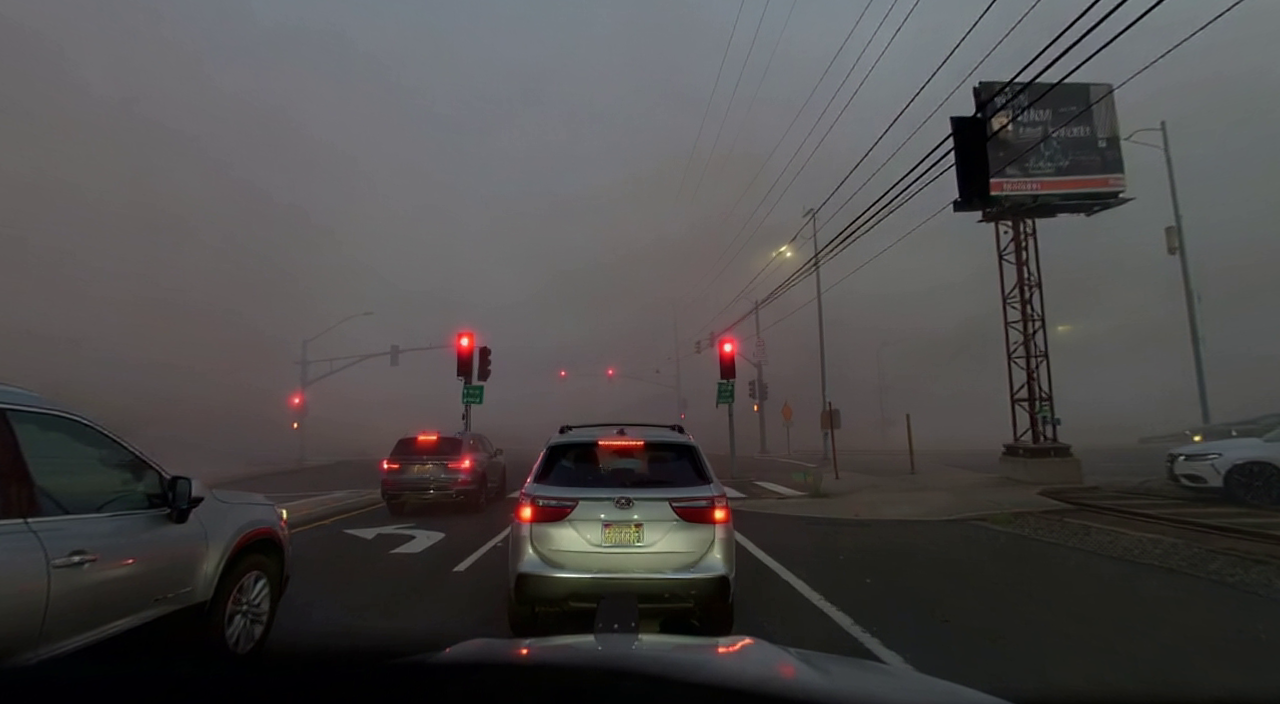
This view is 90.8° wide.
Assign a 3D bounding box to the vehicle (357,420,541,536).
[{"bbox_3d":[-3.150,2.181,11.499,1.988,1.678,4.317,0,-9,0],"label":"vehicle"}]

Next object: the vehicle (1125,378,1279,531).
[{"bbox_3d":[9.620,1.312,8.191,5.060,1.702,2.033,1,-9,-4],"label":"vehicle"}]

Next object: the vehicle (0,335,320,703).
[{"bbox_3d":[-3.933,0.877,3.093,2.052,1.814,5.184,0,-9,-1],"label":"vehicle"}]

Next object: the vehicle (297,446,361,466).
[{"bbox_3d":[-24.185,8.066,49.094,4.357,1.444,1.842,-3,-9,19],"label":"vehicle"}]

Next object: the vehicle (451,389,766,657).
[{"bbox_3d":[-0.207,1.379,5.991,2.025,1.723,3.644,0,-9,0],"label":"vehicle"}]
